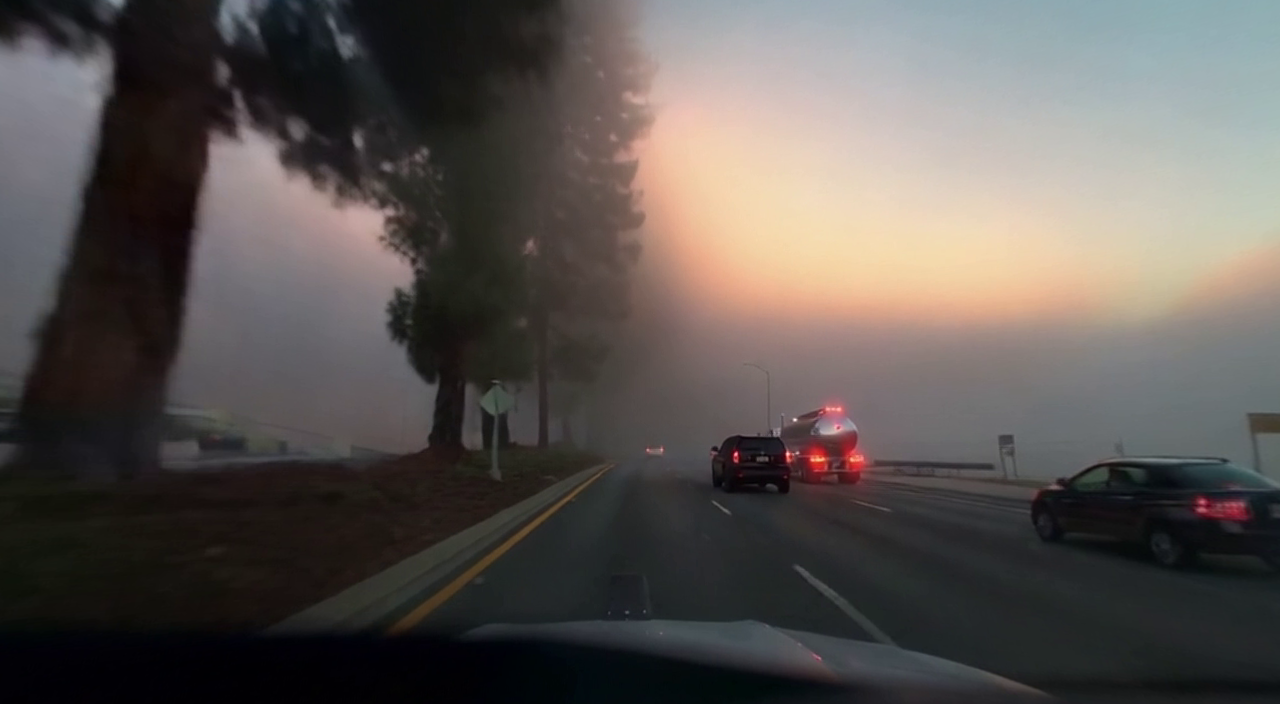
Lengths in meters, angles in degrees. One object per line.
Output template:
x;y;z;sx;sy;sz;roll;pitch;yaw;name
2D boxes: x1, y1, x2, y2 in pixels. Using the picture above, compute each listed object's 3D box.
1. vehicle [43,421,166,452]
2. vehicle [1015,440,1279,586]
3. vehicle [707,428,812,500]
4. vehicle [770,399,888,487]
-28.605;4.533;33.779;4.723;1.592;1.994;0;-8;1;vehicle
7.464;1.964;8.636;1.966;1.476;4.270;0;-8;-1;vehicle
3.156;3.088;17.727;2.045;1.729;4.532;0;-8;0;vehicle
7.640;3.838;26.525;2.849;3.207;6.275;0;-8;-1;vehicle
